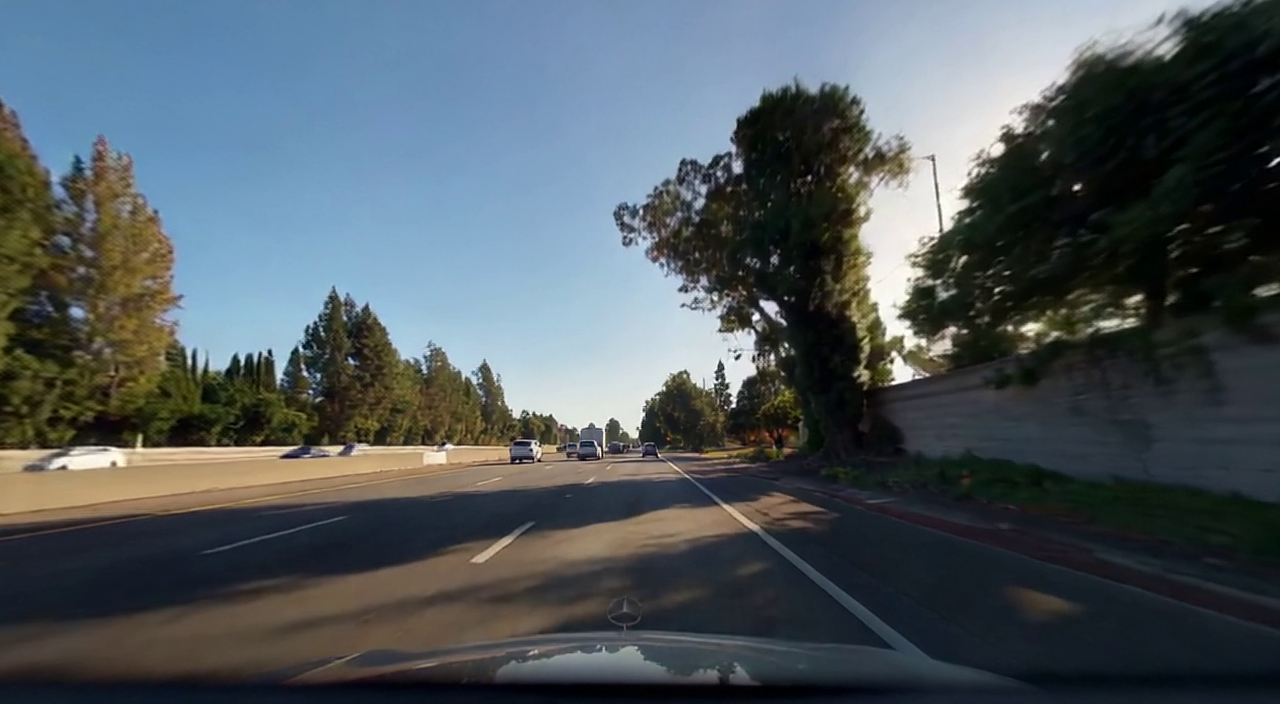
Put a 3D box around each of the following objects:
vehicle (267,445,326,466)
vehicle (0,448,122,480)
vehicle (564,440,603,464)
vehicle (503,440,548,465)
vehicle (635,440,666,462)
[{"bbox_3d":[-25.020,7.562,45.883,1.787,1.432,4.287,0,-8,1],"label":"vehicle"},{"bbox_3d":[-29.219,5.626,31.831,1.901,1.468,4.681,0,-8,0],"label":"vehicle"},{"bbox_3d":[-3.544,6.385,40.207,2.046,1.478,4.111,0,-8,1],"label":"vehicle"},{"bbox_3d":[-7.079,6.246,39.244,1.936,1.497,4.251,0,-8,1],"label":"vehicle"},{"bbox_3d":[0.707,6.831,43.412,2.057,1.453,3.926,0,-8,1],"label":"vehicle"}]
